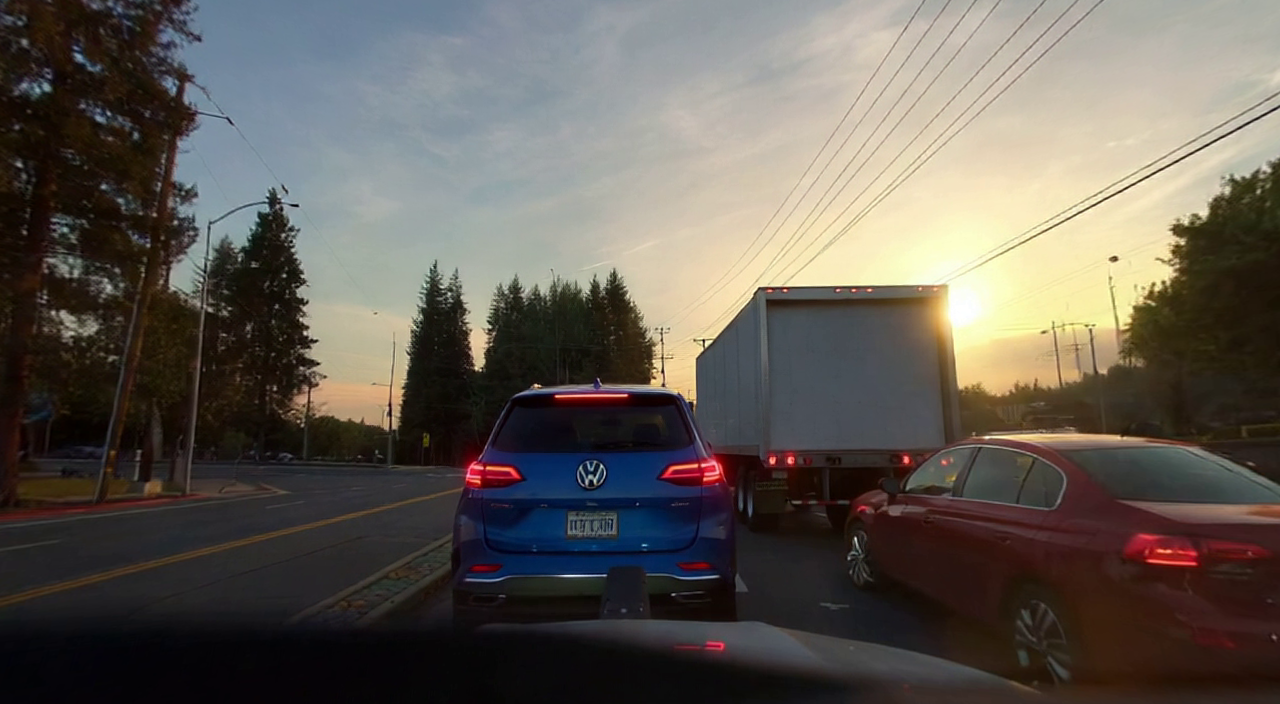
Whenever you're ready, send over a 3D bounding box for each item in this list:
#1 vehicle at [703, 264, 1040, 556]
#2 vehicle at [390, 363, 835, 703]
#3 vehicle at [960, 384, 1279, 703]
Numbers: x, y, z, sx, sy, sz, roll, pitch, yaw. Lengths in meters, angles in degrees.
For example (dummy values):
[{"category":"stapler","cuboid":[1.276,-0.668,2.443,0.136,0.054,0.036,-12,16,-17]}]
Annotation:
[{"category":"vehicle","cuboid":[3.219,1.292,12.095,2.915,3.559,8.848,0,-8,-1]},{"category":"vehicle","cuboid":[-0.126,1.229,5.199,2.114,1.732,4.230,0,-8,0]},{"category":"vehicle","cuboid":[2.829,0.746,1.195,1.971,1.484,4.728,0,-8,0]}]
